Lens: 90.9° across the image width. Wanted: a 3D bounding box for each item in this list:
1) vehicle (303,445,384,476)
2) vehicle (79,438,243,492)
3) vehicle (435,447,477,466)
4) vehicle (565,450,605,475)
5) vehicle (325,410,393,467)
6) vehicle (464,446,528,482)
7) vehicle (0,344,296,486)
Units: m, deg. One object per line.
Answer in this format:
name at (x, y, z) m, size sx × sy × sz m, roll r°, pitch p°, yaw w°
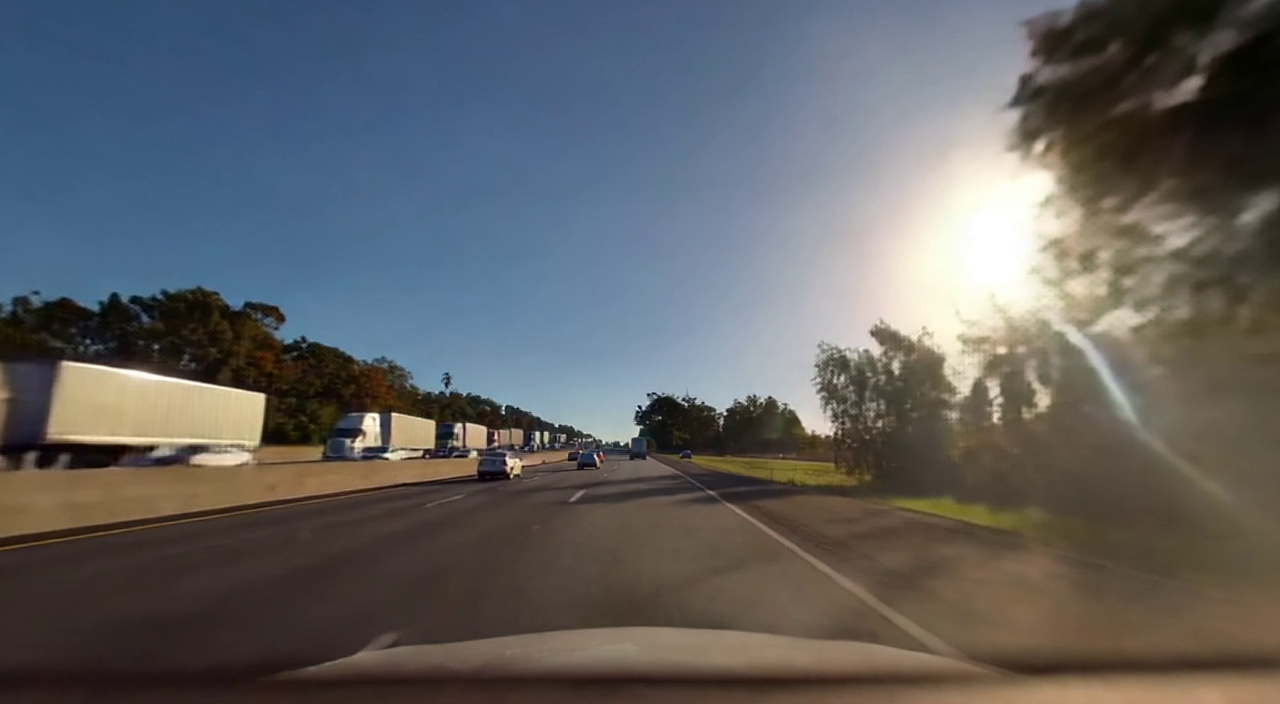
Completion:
vehicle at (-14.616, 5.351, 31.335) m, size 1.888 × 1.426 × 4.428 m, roll 0°, pitch -9°, yaw 0°
vehicle at (-14.381, 3.407, 19.266) m, size 1.865 × 1.456 × 4.034 m, roll 0°, pitch -9°, yaw -1°
vehicle at (-14.160, 8.058, 48.781) m, size 1.956 × 1.433 × 4.339 m, roll 0°, pitch -9°, yaw 0°
vehicle at (-3.394, 6.978, 39.891) m, size 2.076 × 1.453 × 4.094 m, roll 0°, pitch -9°, yaw 1°
vehicle at (-18.983, 5.895, 42.794) m, size 2.954 × 3.700 × 3.302 m, roll 0°, pitch -9°, yaw 0°
vehicle at (-7.315, 5.736, 32.523) m, size 2.122 × 1.685 × 4.714 m, roll 0°, pitch -9°, yaw 1°
vehicle at (-18.840, 2.858, 24.239) m, size 2.825 × 3.842 × 14.345 m, roll 3°, pitch -10°, yaw 1°
